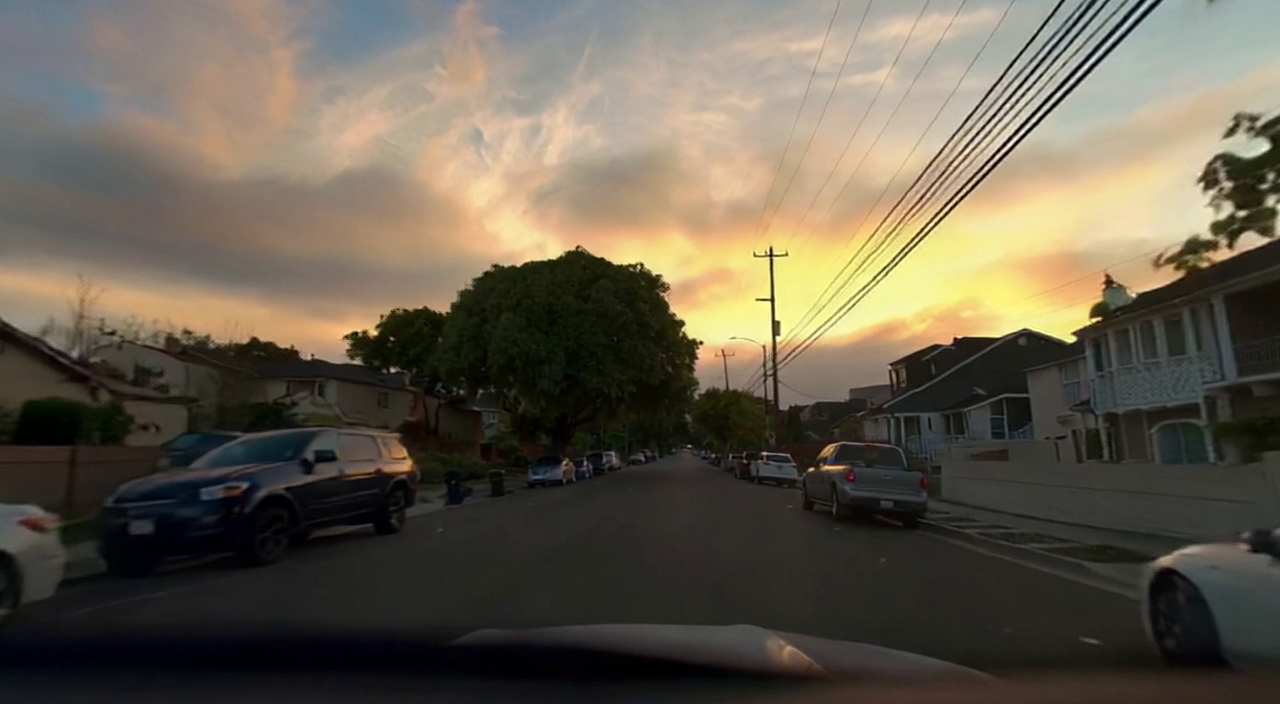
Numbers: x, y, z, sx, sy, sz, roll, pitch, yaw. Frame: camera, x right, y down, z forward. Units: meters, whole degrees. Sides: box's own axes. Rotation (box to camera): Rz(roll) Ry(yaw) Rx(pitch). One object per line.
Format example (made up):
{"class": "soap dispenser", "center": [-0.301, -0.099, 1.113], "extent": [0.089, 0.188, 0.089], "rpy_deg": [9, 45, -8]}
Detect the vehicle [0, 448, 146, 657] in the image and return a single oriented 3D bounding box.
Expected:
{"class": "vehicle", "center": [-5.497, 1.230, 3.397], "extent": [1.823, 1.427, 4.407], "rpy_deg": [-3, -11, 6]}

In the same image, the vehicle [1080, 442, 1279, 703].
{"class": "vehicle", "center": [4.357, 1.128, 2.589], "extent": [1.973, 1.517, 4.604], "rpy_deg": [-1, -8, 3]}

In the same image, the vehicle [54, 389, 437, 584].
{"class": "vehicle", "center": [-5.026, 1.876, 9.238], "extent": [2.194, 1.995, 4.814], "rpy_deg": [-3, -10, 5]}

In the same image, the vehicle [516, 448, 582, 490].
{"class": "vehicle", "center": [-3.837, 5.036, 27.615], "extent": [1.971, 1.648, 4.638], "rpy_deg": [-1, -8, 3]}

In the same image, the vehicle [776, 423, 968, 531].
{"class": "vehicle", "center": [5.136, 2.853, 15.210], "extent": [2.547, 2.075, 5.693], "rpy_deg": [0, -8, 1]}

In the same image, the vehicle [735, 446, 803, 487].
{"class": "vehicle", "center": [6.520, 5.803, 32.671], "extent": [2.462, 1.894, 6.076], "rpy_deg": [0, -8, 2]}
